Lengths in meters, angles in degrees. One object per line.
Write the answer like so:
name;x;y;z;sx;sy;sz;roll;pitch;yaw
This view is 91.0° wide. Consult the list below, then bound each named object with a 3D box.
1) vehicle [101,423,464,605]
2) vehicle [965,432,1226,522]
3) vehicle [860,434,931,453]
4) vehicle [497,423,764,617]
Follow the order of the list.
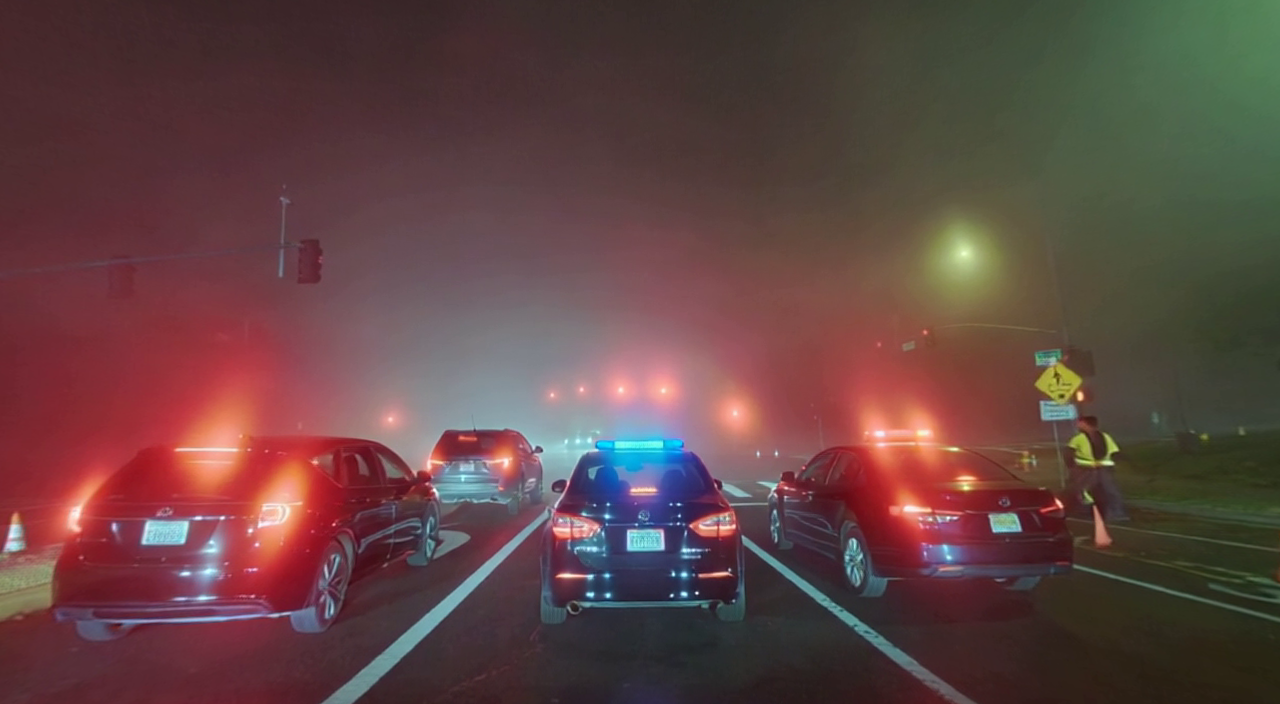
vehicle;-3.604;1.679;7.402;1.863;1.526;4.006;0;-8;1
vehicle;9.366;2.578;13.601;1.957;1.576;4.670;0;-9;-3
vehicle;20.233;7.261;49.925;4.827;1.484;1.883;0;-9;0
vehicle;-0.116;1.627;7.112;2.061;1.486;4.332;0;-8;-1
